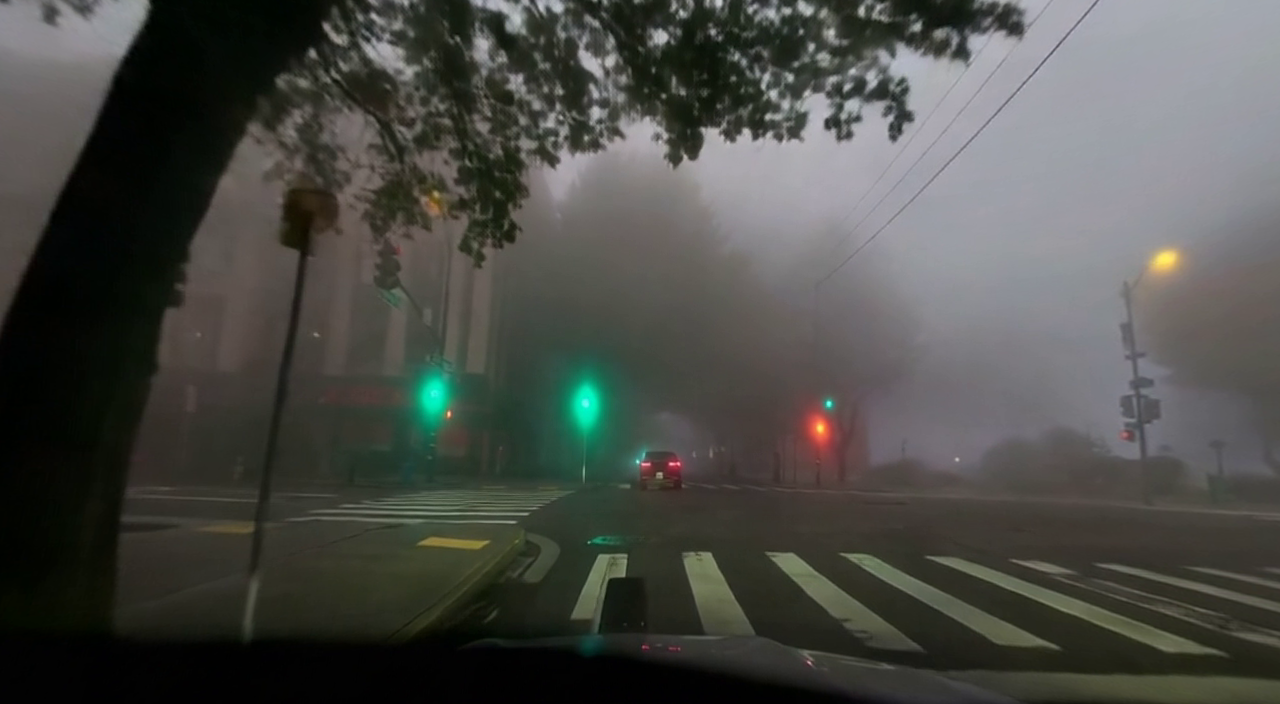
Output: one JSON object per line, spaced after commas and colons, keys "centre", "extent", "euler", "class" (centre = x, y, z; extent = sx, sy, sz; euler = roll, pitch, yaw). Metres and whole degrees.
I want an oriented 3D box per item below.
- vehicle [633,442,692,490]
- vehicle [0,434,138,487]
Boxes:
{"centre": [0.817, 4.314, 24.243], "extent": [2.079, 1.621, 3.861], "euler": [-1, -8, 0], "class": "vehicle"}
{"centre": [-19.640, 3.496, 20.462], "extent": [4.784, 1.599, 2.184], "euler": [0, -8, 0], "class": "vehicle"}
